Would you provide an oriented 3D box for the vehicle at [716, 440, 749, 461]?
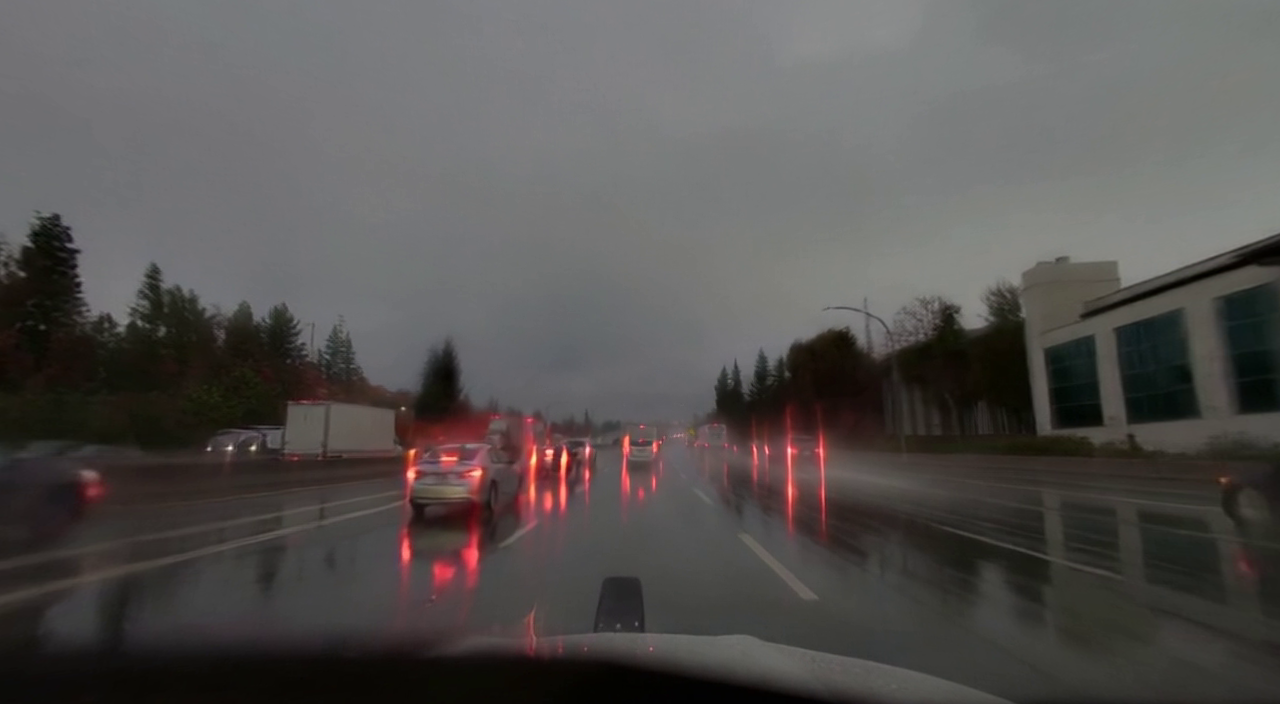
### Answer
[{"bbox_3d":[6.859,7.402,47.150,1.895,1.488,4.254,0,-9,1],"label":"vehicle"}]

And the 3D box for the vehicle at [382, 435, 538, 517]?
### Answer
[{"bbox_3d":[-3.563,2.550,13.412,2.025,1.449,4.190,0,-9,1],"label":"vehicle"}]

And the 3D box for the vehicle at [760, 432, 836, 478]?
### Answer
[{"bbox_3d":[6.467,4.292,26.343,1.992,1.745,4.329,0,-9,-1],"label":"vehicle"}]

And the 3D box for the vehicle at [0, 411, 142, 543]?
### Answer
[{"bbox_3d":[-9.315,1.581,7.913,2.194,1.676,4.743,0,-9,0],"label":"vehicle"}]

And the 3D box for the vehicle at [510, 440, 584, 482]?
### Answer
[{"bbox_3d":[-3.481,4.177,24.467,2.098,1.463,4.578,0,-9,1],"label":"vehicle"}]

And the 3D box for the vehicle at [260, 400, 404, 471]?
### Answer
[{"bbox_3d":[-18.678,5.332,39.523,2.989,3.764,11.425,0,-9,1],"label":"vehicle"}]

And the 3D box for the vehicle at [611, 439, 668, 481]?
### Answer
[{"bbox_3d":[-0.027,4.133,24.373,2.053,1.461,3.941,0,-9,0],"label":"vehicle"}]

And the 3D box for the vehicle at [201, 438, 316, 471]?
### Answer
[{"bbox_3d":[-22.516,6.090,37.637,2.451,1.797,6.888,0,-9,1],"label":"vehicle"}]

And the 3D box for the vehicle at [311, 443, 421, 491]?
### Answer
[{"bbox_3d":[-9.186,3.862,21.485,1.827,1.472,3.962,0,-9,2],"label":"vehicle"}]
